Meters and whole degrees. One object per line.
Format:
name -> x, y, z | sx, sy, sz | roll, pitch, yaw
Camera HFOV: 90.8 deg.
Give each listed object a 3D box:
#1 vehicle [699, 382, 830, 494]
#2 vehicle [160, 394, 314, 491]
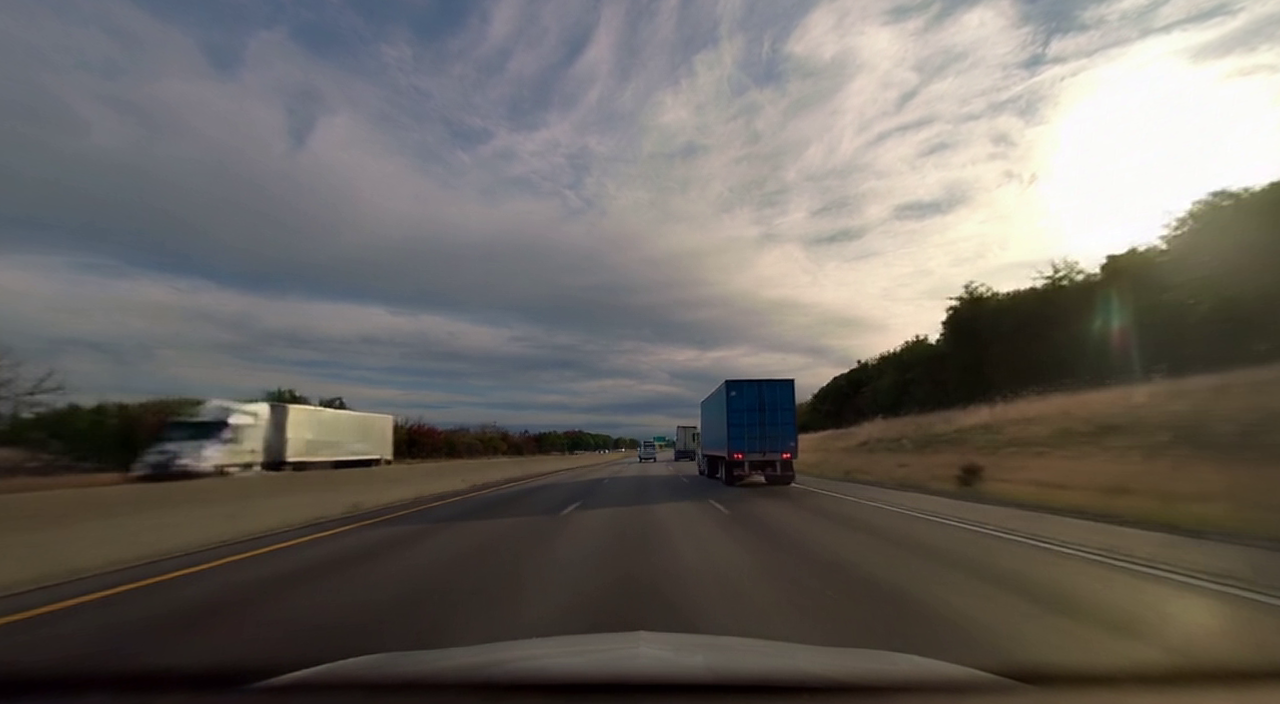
vehicle -> 4.210, 3.286, 23.732 | 2.960, 3.381, 8.914 | 0, -9, -1
vehicle -> -18.317, 4.221, 29.274 | 2.960, 4.006, 5.958 | 0, -9, 0
